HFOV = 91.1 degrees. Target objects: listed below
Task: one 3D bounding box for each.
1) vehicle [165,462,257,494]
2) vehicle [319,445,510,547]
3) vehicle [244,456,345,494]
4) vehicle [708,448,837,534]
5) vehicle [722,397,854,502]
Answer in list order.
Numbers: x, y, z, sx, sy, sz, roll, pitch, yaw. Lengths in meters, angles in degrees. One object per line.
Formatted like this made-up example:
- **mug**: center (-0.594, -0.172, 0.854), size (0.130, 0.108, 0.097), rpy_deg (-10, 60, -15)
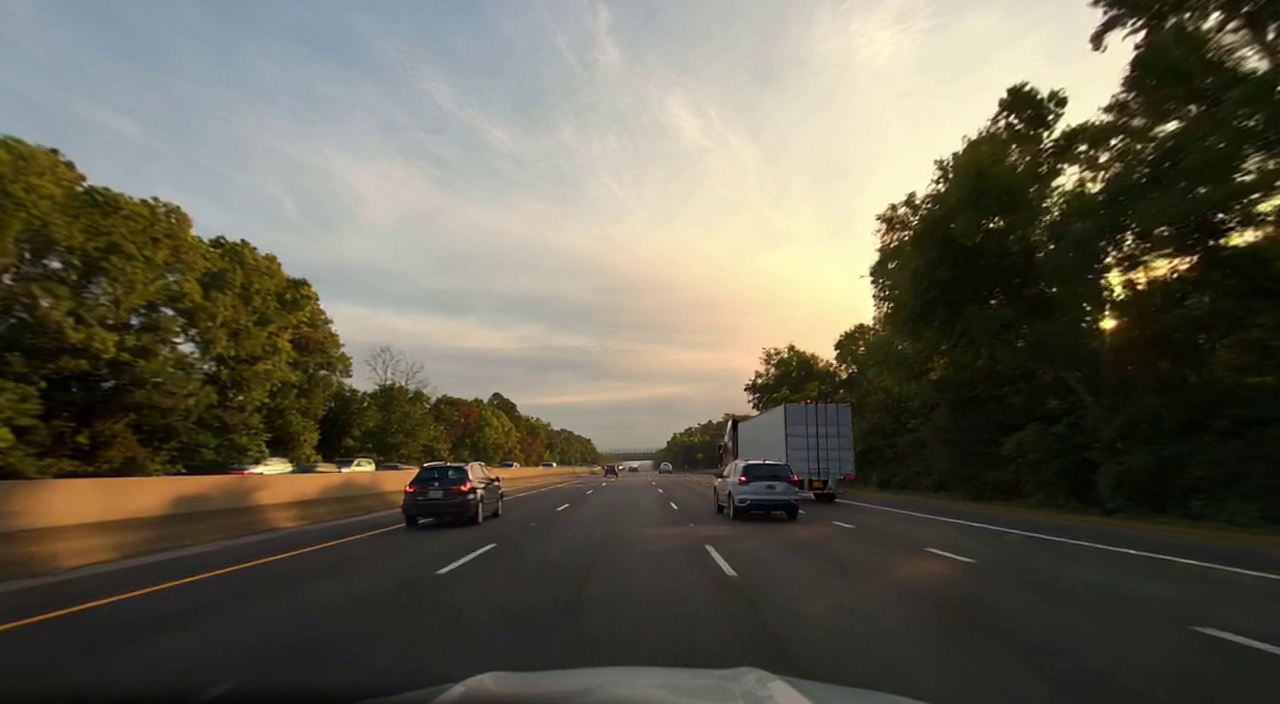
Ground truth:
- **vehicle**: center (-23.153, 6.812, 34.099), size (1.963, 1.602, 4.151), rpy_deg (1, -10, 0)
- **vehicle**: center (-3.970, 2.636, 11.983), size (2.025, 1.547, 4.150), rpy_deg (1, -10, 1)
- **vehicle**: center (-15.500, 5.535, 28.516), size (1.944, 1.539, 4.598), rpy_deg (1, -10, 0)
- **vehicle**: center (2.956, 3.252, 15.161), size (2.050, 1.708, 4.457), rpy_deg (1, -10, -1)
- **vehicle**: center (7.031, 5.451, 33.787), size (2.883, 4.151, 17.144), rpy_deg (1, -10, 0)
